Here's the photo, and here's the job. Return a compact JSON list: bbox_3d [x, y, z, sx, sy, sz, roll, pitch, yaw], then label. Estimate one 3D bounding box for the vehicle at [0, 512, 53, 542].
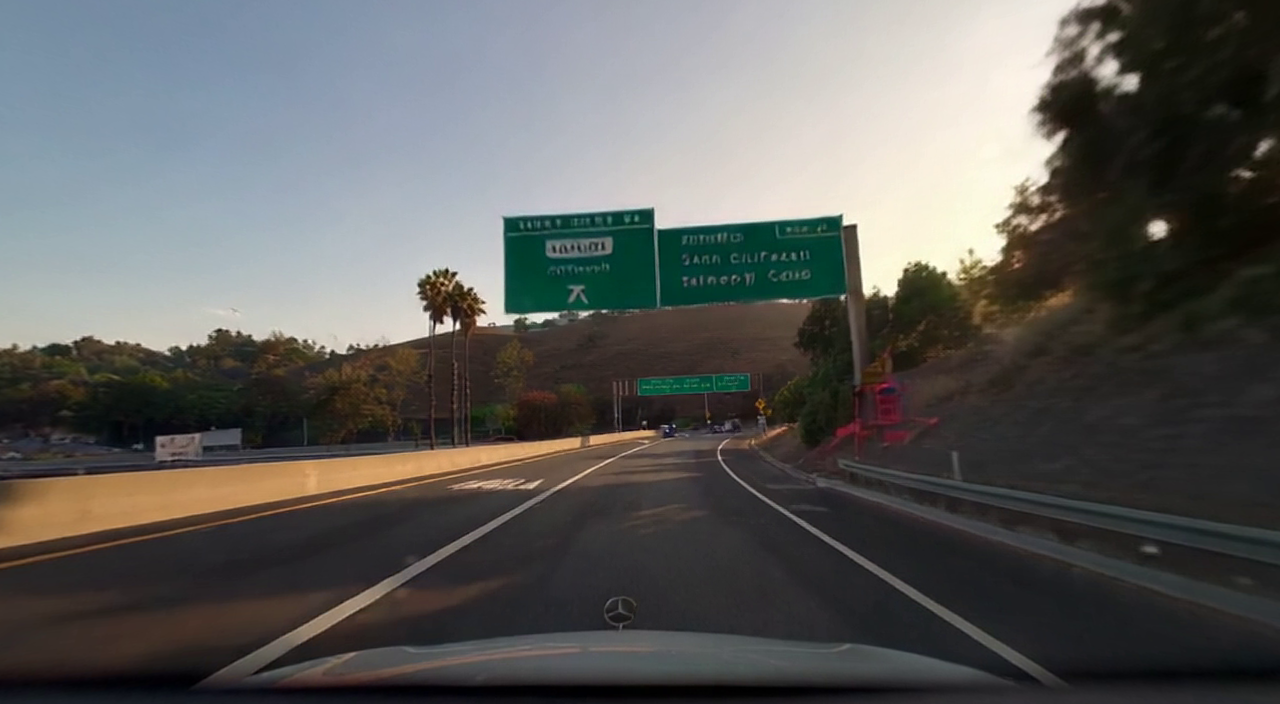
[{"bbox_3d":[-42.150,11.700,42.289,1.772,1.502,4.002,-1,-8,1],"label":"vehicle"}]
